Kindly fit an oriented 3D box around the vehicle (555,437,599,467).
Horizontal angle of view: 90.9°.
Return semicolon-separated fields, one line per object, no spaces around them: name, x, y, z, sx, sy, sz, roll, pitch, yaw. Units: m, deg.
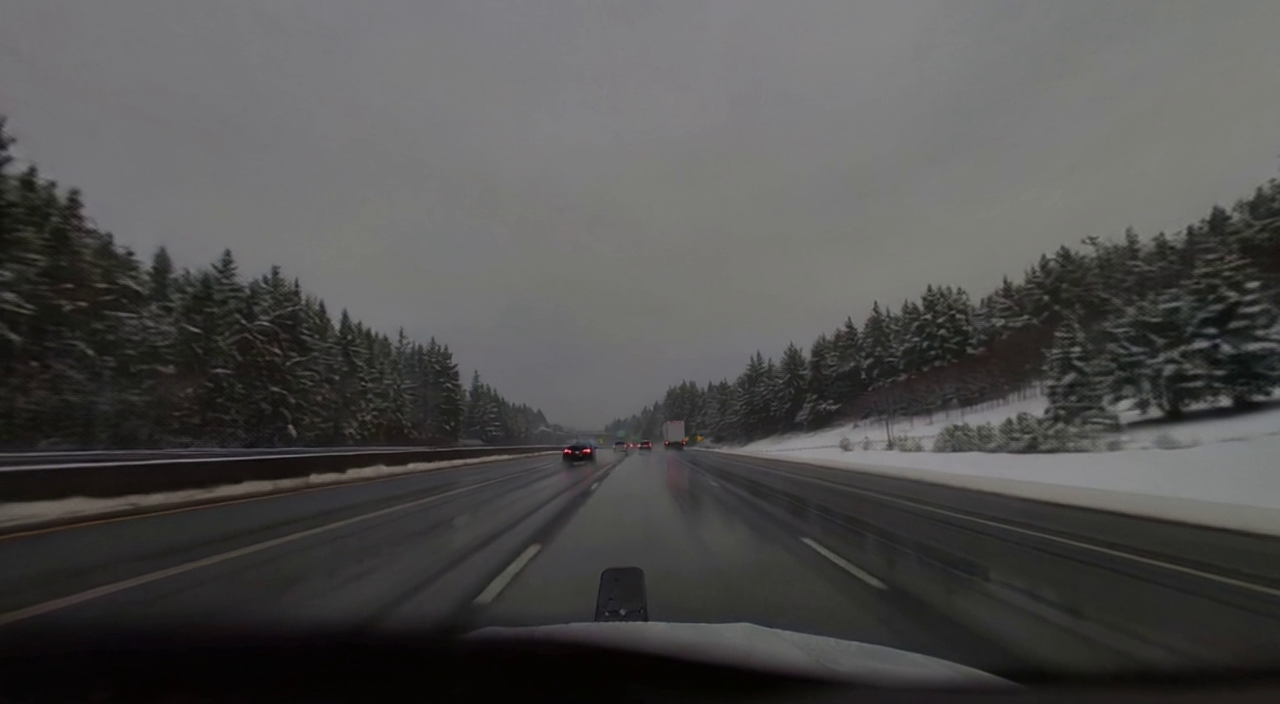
vehicle;-3.382;5.475;34.676;2.025;1.571;3.662;0;-9;0
